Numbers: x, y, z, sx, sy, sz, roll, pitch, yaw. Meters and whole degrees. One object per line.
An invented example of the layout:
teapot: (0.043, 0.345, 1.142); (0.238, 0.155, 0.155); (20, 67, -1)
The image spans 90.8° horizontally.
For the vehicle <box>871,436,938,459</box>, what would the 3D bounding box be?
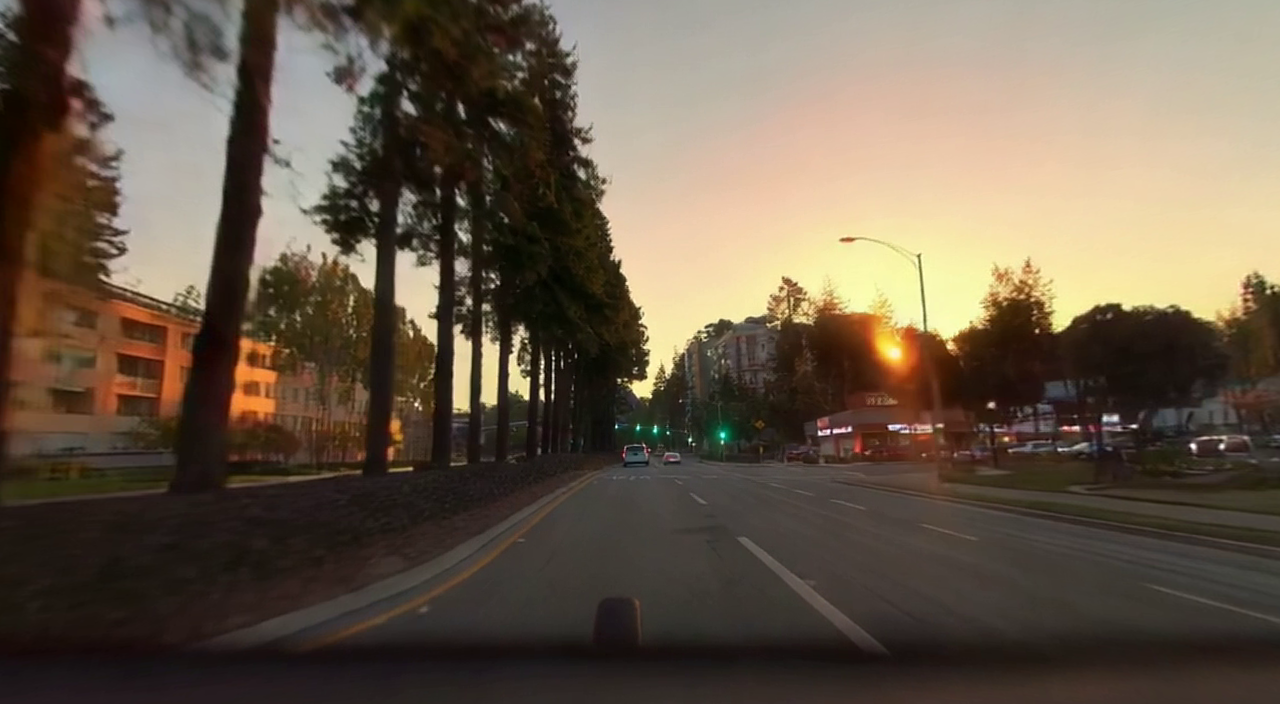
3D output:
vehicle: (20.559, 7.395, 49.171); (4.210, 1.727, 2.227); (1, -7, -8)

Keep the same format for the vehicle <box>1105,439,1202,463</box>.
vehicle: (34.850, 6.696, 43.019); (1.853, 1.552, 4.707); (4, -9, -30)
